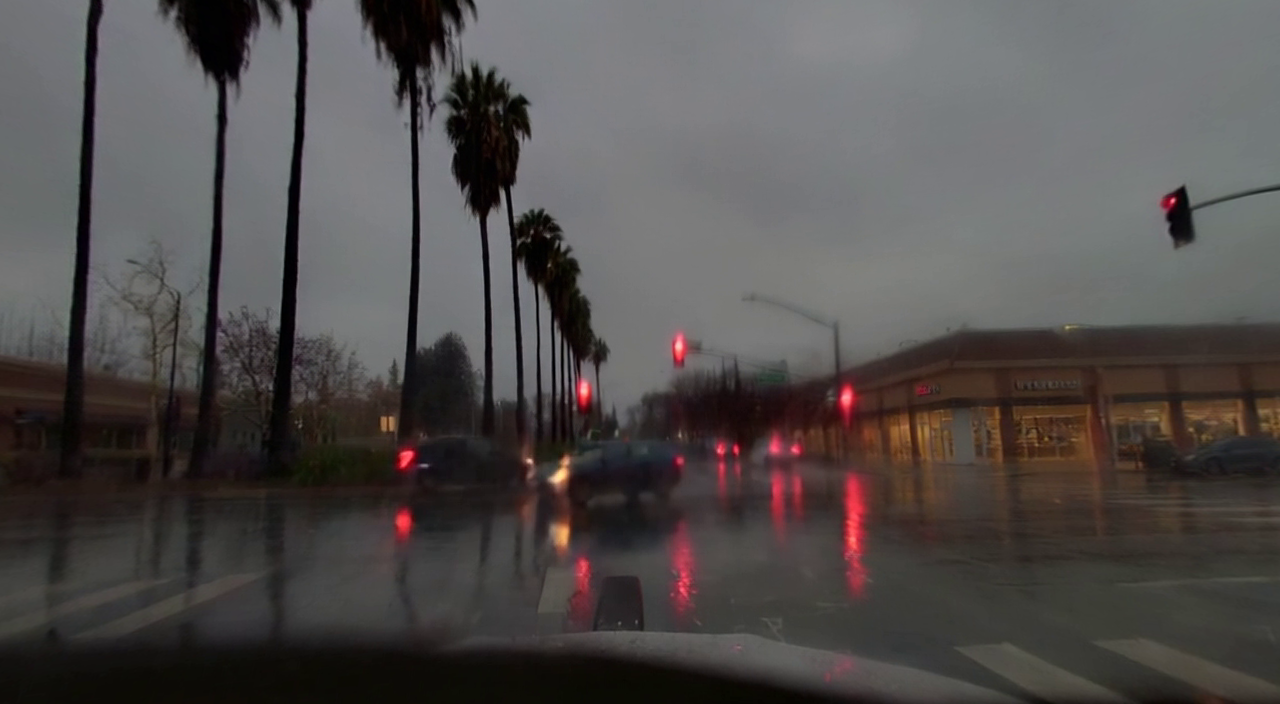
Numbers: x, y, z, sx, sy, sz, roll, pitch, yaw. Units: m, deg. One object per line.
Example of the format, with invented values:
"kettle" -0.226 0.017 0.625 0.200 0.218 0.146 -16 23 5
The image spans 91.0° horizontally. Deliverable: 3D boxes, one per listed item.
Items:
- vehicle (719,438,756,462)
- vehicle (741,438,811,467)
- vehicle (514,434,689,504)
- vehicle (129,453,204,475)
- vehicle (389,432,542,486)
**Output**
"vehicle" 7.140 7.235 46.612 1.867 1.653 4.596 0 -9 -2
"vehicle" 7.639 5.700 35.800 1.890 1.572 3.826 4 -9 -26
"vehicle" -0.895 2.861 15.833 4.035 1.512 1.828 7 -11 -38
"vehicle" -37.204 8.802 49.607 2.160 1.565 4.868 0 -8 -1
"vehicle" -5.903 3.629 21.611 4.603 1.653 1.999 6 -11 -37
